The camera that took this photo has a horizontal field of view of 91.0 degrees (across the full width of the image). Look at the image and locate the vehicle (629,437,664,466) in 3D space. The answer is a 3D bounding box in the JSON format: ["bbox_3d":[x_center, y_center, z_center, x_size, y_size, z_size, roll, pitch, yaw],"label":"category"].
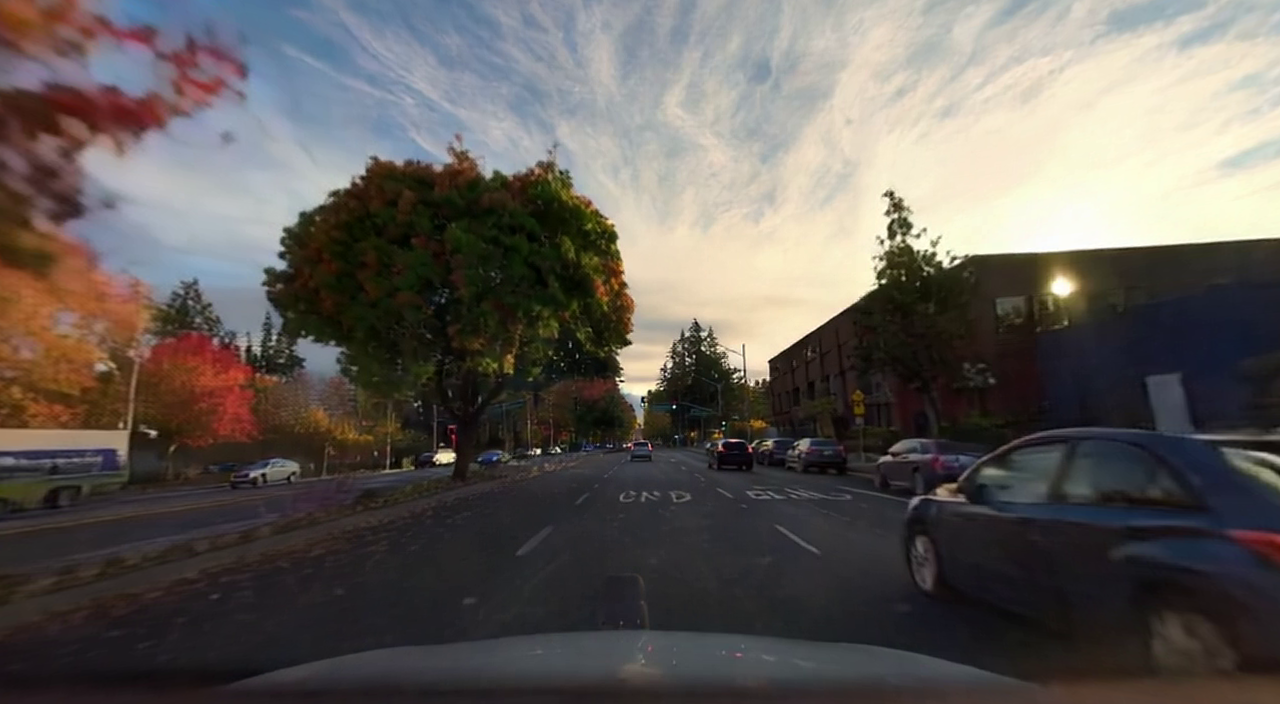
[{"bbox_3d":[0.446,6.800,43.097,2.239,1.856,4.815,0,-8,0],"label":"vehicle"}]

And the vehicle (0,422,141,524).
[{"bbox_3d":[-22.075,3.996,20.886,2.961,3.271,9.547,0,-9,1],"label":"vehicle"}]

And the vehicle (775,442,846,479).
[{"bbox_3d":[7.390,4.728,27.755,1.928,1.480,4.464,0,-9,1],"label":"vehicle"}]

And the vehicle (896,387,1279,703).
[{"bbox_3d":[3.337,1.051,3.424,1.977,1.498,4.521,0,-8,0],"label":"vehicle"}]

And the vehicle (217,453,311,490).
[{"bbox_3d":[-21.812,6.929,36.866,2.142,1.900,5.489,0,-9,0],"label":"vehicle"}]

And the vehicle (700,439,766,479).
[{"bbox_3d":[3.866,4.518,26.952,2.178,1.546,4.311,0,-8,0],"label":"vehicle"}]

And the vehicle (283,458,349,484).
[{"bbox_3d":[-21.838,8.015,42.630,1.930,1.542,4.817,0,-9,0],"label":"vehicle"}]
